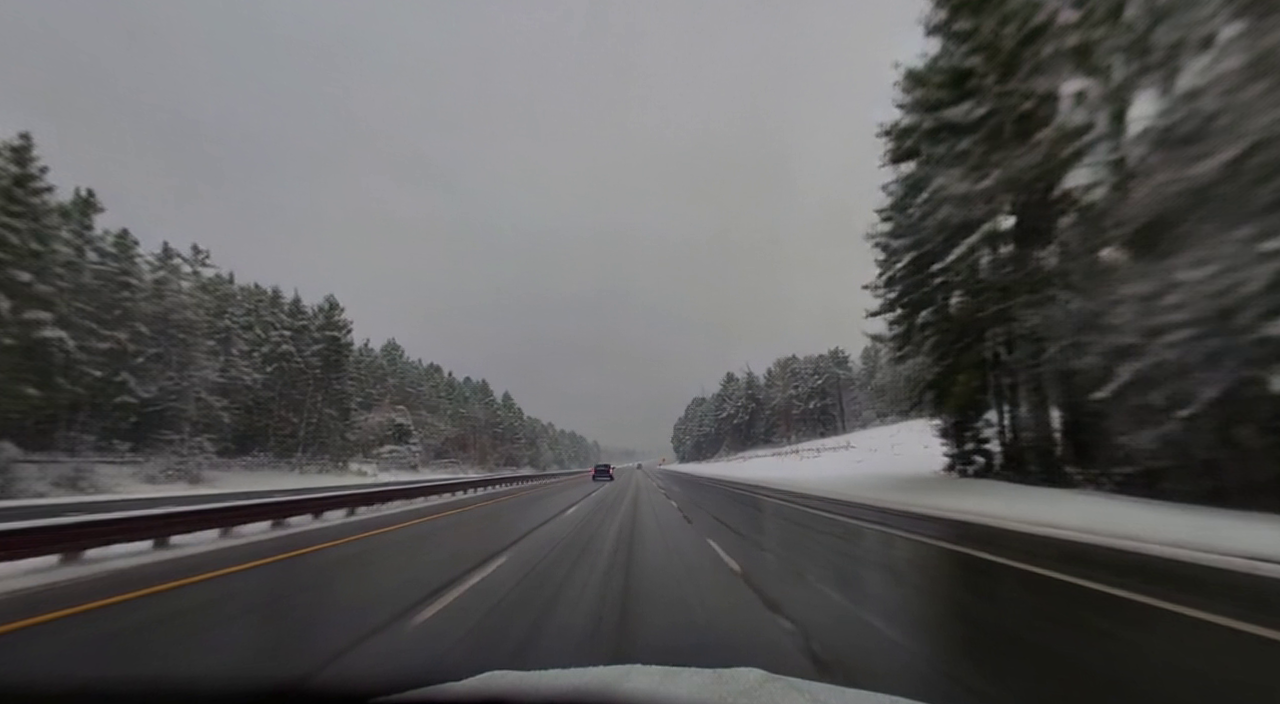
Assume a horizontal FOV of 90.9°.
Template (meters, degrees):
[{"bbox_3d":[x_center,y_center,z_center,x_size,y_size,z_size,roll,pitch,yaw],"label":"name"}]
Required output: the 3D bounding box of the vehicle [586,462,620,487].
[{"bbox_3d":[-2.467,8.294,42.790,1.900,1.550,4.146,0,-10,2],"label":"vehicle"}]
